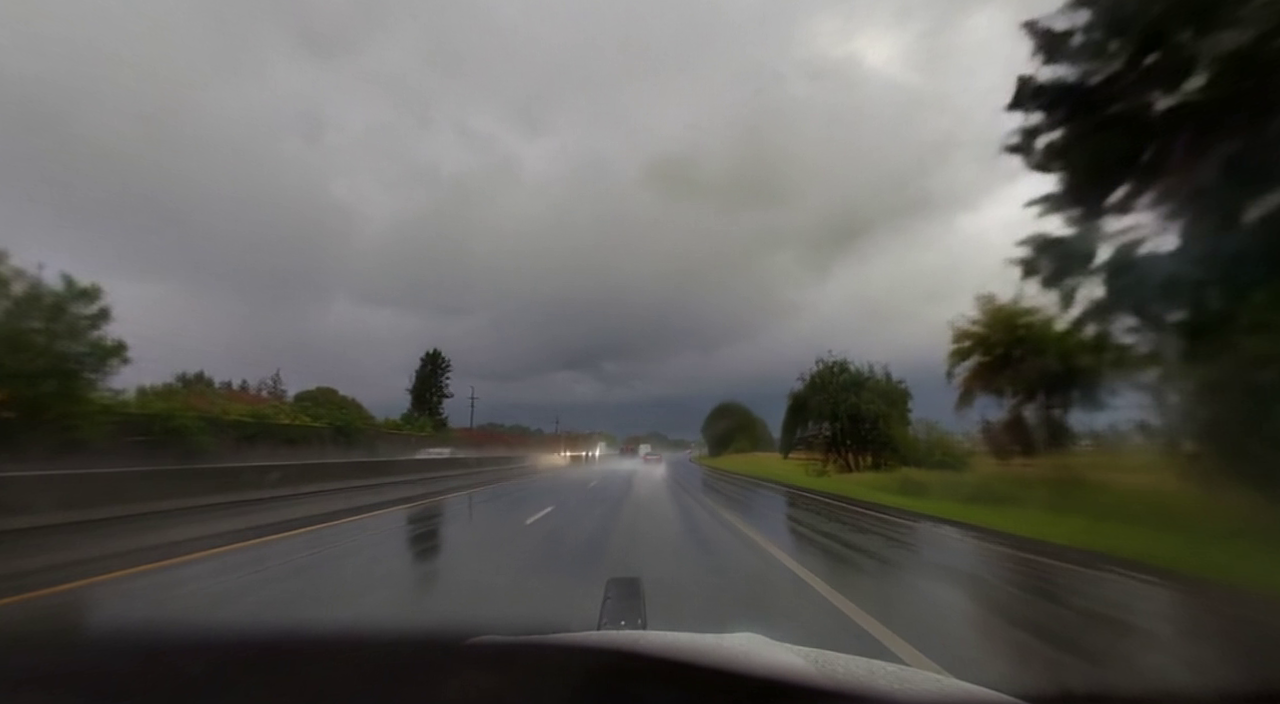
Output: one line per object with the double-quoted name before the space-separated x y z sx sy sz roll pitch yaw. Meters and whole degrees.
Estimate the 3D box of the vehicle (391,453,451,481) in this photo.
"vehicle" -12.183 6.400 35.301 1.858 1.458 4.029 0 -9 1
